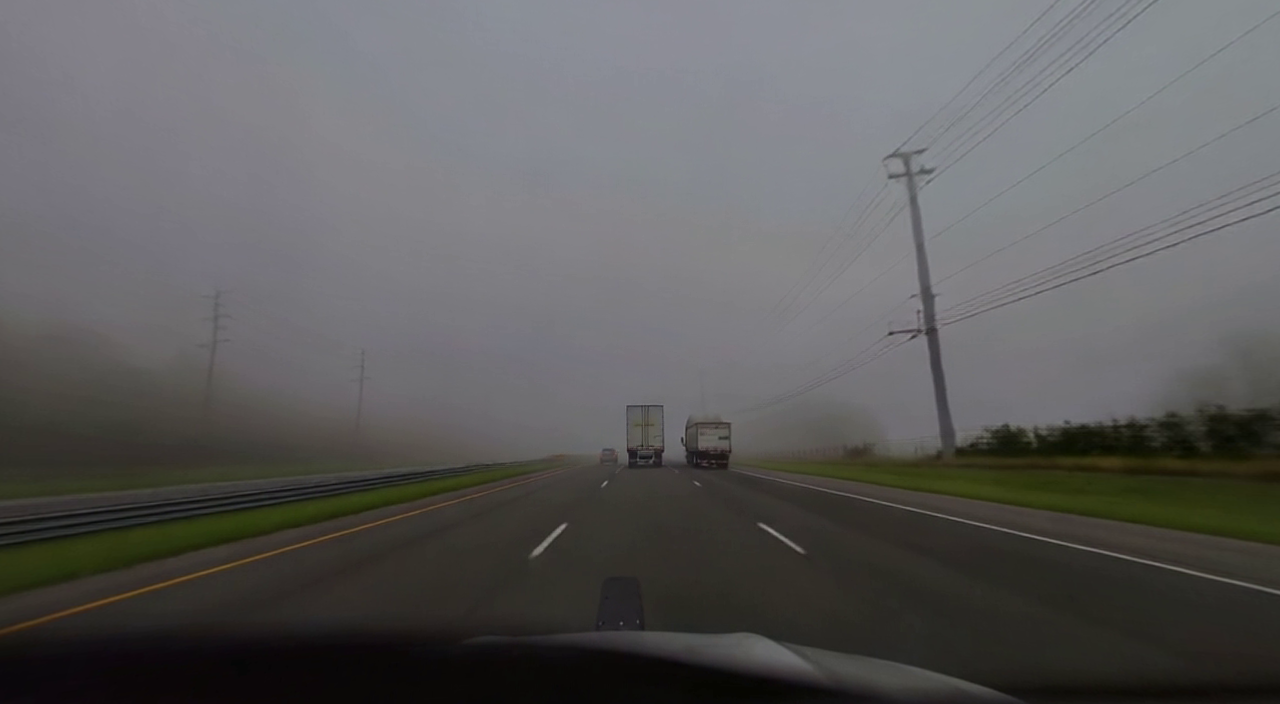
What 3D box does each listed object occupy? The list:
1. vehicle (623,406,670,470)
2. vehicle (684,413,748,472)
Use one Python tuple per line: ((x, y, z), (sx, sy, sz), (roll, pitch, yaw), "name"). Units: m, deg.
((0.500, 6.500, 46.639), (2.997, 4.076, 13.224), (0, -9, 1), "vehicle")
((4.688, 5.907, 40.884), (2.938, 3.378, 8.820), (0, -9, 0), "vehicle")
